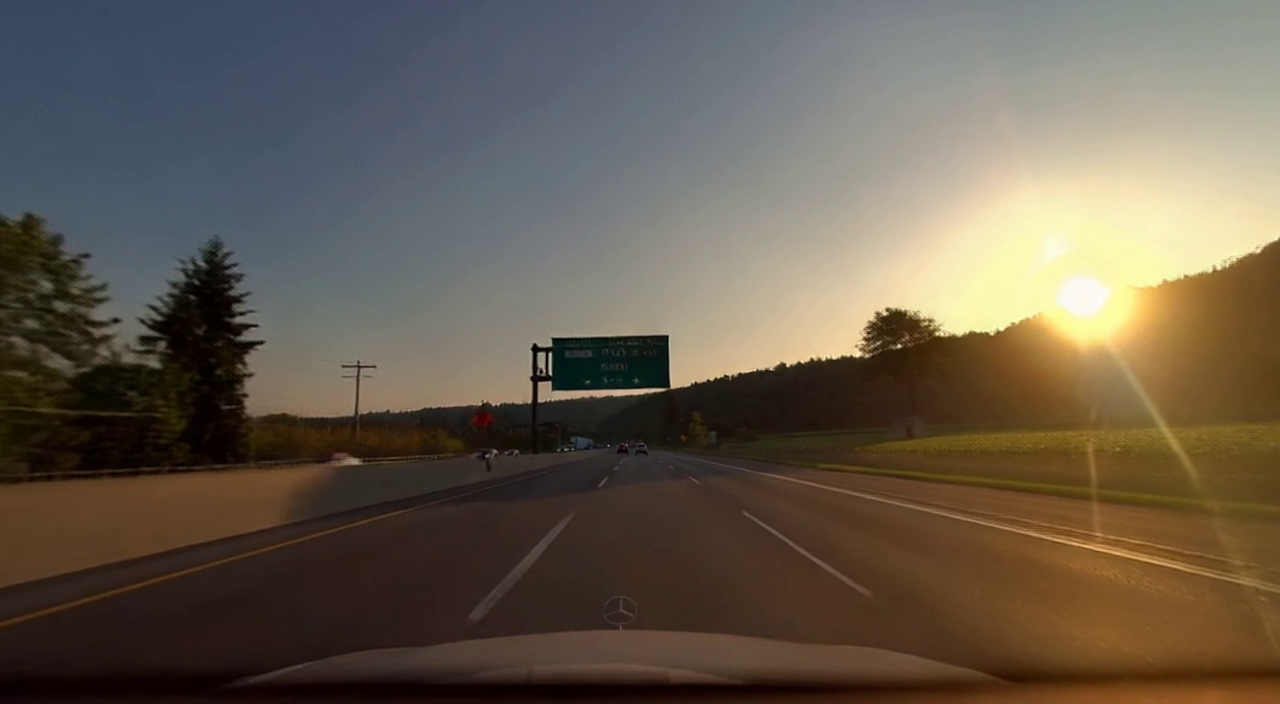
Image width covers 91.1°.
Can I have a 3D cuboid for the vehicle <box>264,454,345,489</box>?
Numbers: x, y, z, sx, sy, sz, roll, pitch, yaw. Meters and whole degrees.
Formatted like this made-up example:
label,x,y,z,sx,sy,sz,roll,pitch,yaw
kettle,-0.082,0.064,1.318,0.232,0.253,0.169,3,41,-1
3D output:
label,x,y,z,sx,sy,sz,roll,pitch,yaw
vehicle,-15.531,5.529,29.337,1.718,1.442,3.702,-1,-9,0
